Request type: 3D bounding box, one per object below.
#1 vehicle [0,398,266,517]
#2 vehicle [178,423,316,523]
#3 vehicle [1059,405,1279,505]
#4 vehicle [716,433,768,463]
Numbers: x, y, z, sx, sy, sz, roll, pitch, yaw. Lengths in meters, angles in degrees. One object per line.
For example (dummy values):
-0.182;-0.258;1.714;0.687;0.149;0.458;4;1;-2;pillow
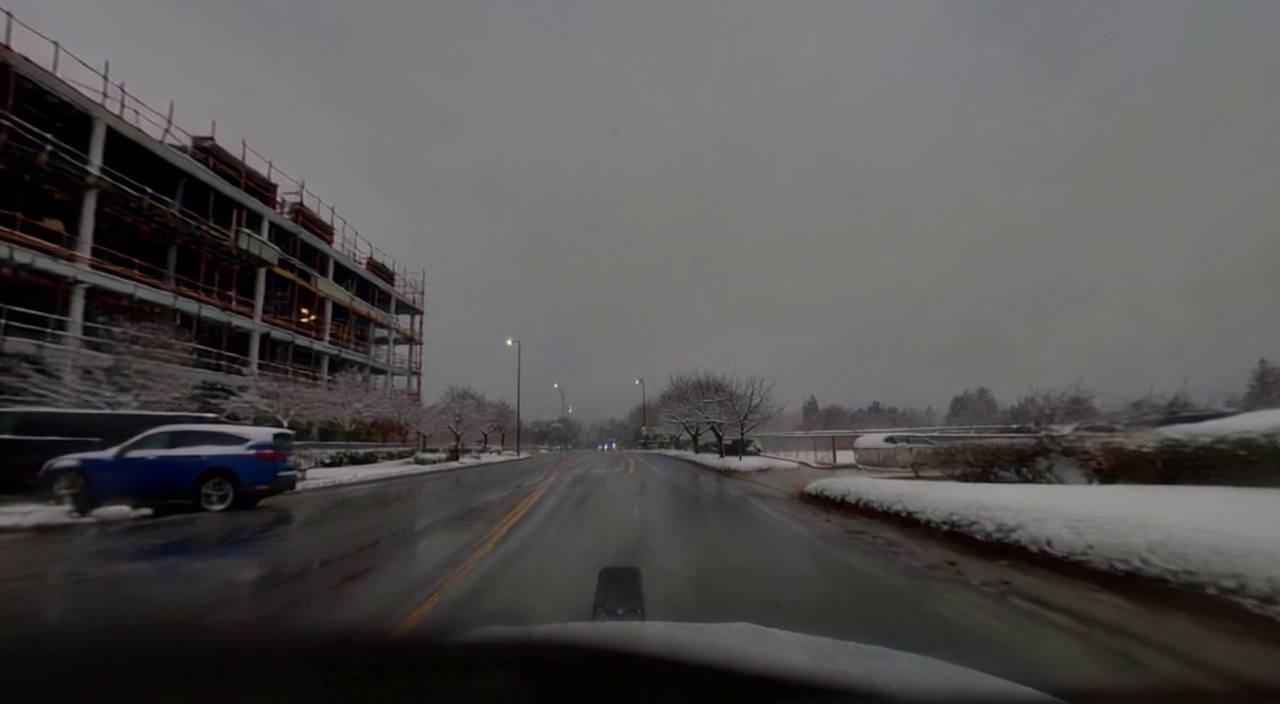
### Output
-14.467;2.745;16.724;7.067;2.785;2.980;2;-8;-11;vehicle
-9.013;2.727;14.748;1.515;2.074;2.668;0;-7;-3;vehicle
11.302;1.991;12.344;4.709;1.745;2.141;1;-8;-4;vehicle
6.857;6.562;43.236;2.267;1.911;5.816;1;-8;-4;vehicle
